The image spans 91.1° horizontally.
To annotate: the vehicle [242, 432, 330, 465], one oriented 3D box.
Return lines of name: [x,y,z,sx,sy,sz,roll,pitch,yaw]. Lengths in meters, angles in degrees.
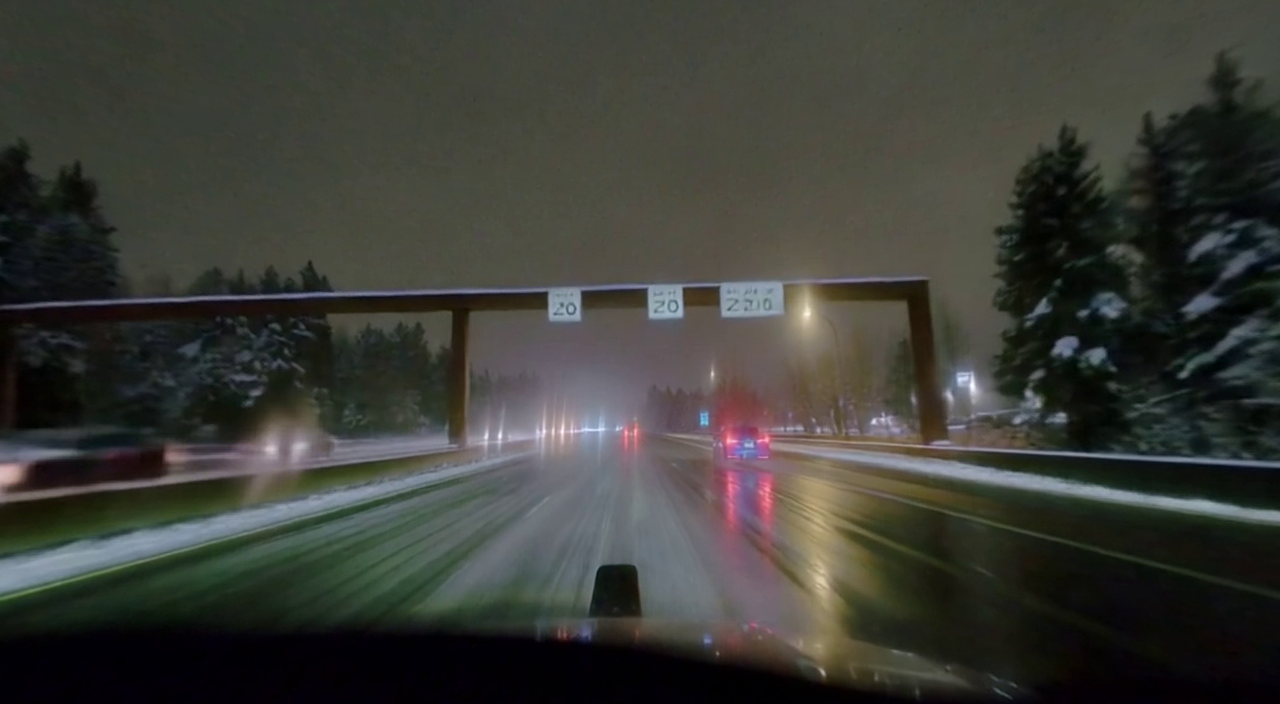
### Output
vehicle: [-16.869,4.598,30.203,1.833,1.489,4.050,0,-8,0]

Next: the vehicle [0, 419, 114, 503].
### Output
vehicle: [-12.923,2.096,12.175,1.862,1.546,4.126,0,-8,0]

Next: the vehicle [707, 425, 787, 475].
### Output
vehicle: [3.618,3.380,22.030,1.973,1.563,3.959,0,-8,-2]
